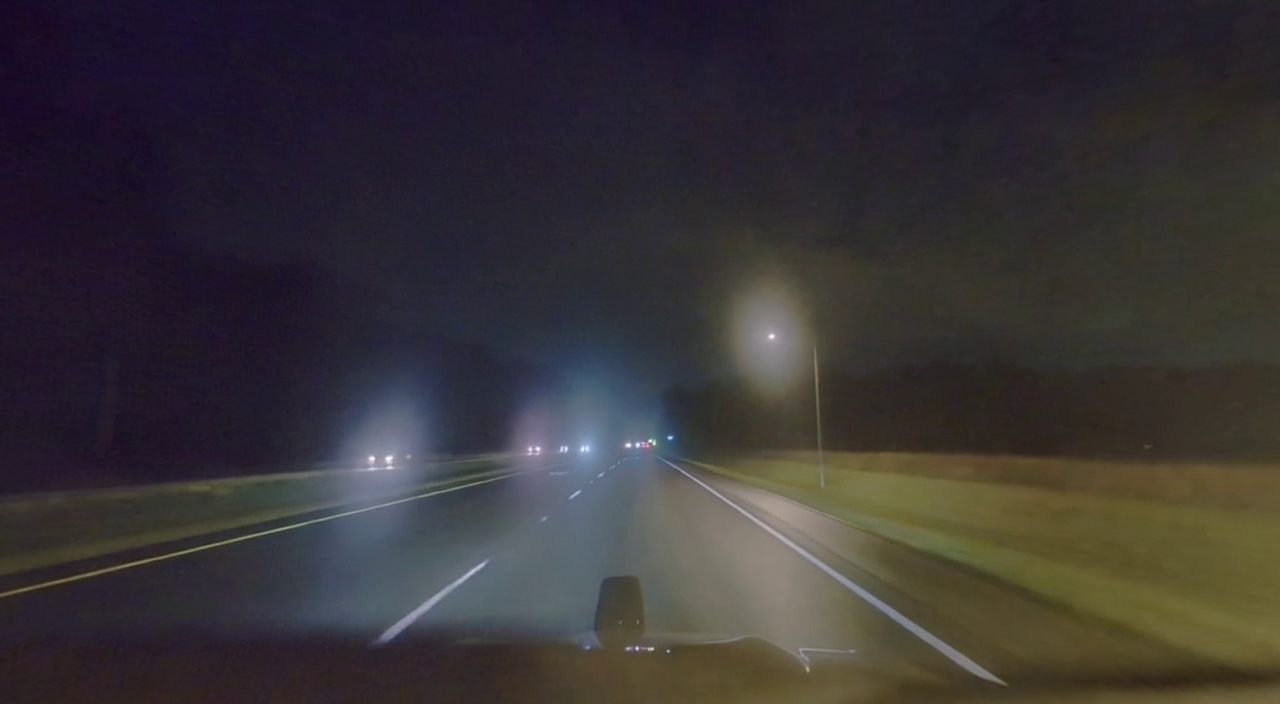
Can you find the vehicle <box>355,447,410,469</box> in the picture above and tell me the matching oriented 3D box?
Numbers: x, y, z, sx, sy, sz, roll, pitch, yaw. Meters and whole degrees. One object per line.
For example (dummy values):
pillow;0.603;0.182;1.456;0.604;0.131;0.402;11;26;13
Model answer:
vehicle;-19.127;7.900;46.986;1.960;1.519;4.654;0;-9;2
